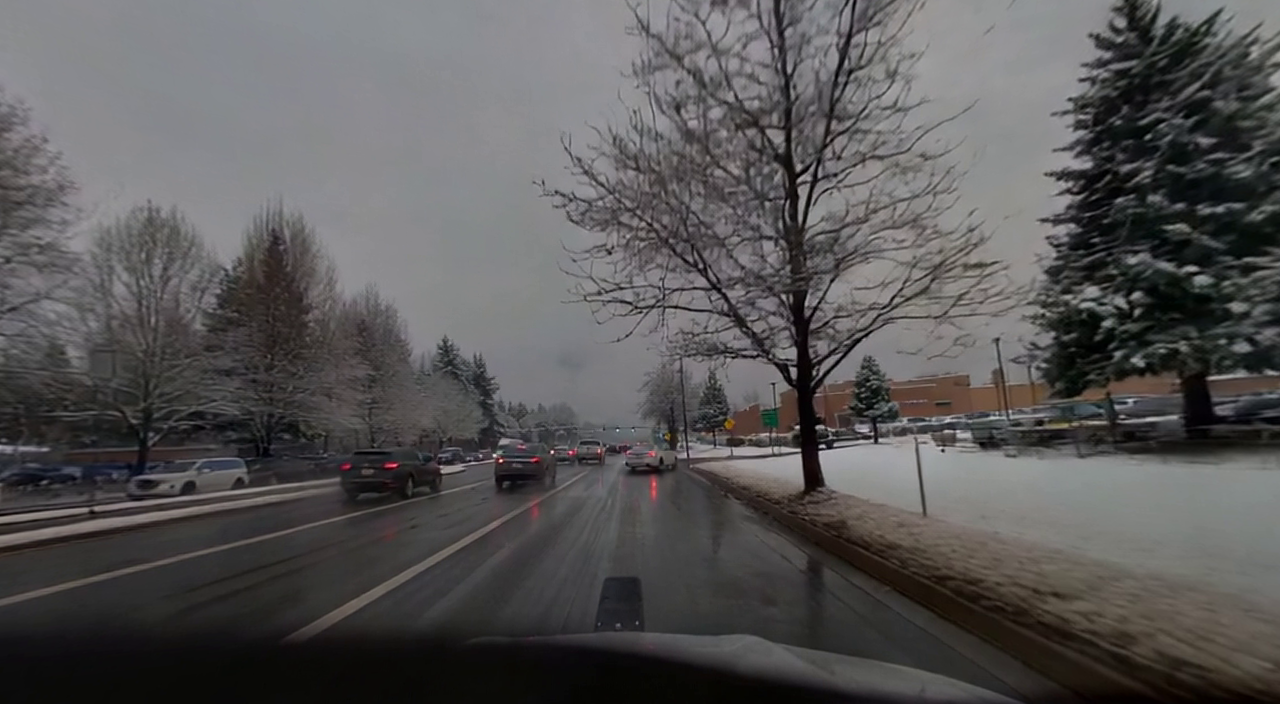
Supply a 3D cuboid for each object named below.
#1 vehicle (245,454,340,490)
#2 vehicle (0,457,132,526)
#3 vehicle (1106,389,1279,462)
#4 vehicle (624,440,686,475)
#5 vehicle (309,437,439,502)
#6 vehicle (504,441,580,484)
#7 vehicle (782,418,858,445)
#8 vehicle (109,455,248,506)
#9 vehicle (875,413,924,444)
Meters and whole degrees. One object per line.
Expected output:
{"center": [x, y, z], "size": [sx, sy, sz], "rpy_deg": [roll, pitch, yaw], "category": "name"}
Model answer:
{"center": [-16.895, 5.829, 31.024], "size": [1.923, 1.543, 4.687], "rpy_deg": [0, -8, 1], "category": "vehicle"}
{"center": [-17.082, 3.827, 17.753], "size": [1.874, 1.626, 4.447], "rpy_deg": [0, -8, -1], "category": "vehicle"}
{"center": [13.555, 1.628, 13.794], "size": [4.959, 1.455, 2.203], "rpy_deg": [0, -8, 1], "category": "vehicle"}
{"center": [0.802, 4.969, 30.143], "size": [2.208, 1.513, 4.504], "rpy_deg": [-2, -9, 11], "category": "vehicle"}
{"center": [-7.931, 3.515, 19.380], "size": [2.054, 1.744, 4.422], "rpy_deg": [0, -8, 0], "category": "vehicle"}
{"center": [-3.680, 4.225, 24.547], "size": [2.235, 1.500, 4.420], "rpy_deg": [0, -8, 0], "category": "vehicle"}
{"center": [13.819, 6.147, 48.846], "size": [5.161, 1.993, 2.293], "rpy_deg": [0, -8, 1], "category": "vehicle"}
{"center": [-16.913, 4.682, 23.482], "size": [1.858, 1.612, 4.398], "rpy_deg": [0, -8, -1], "category": "vehicle"}
{"center": [18.601, 5.613, 45.578], "size": [2.569, 2.081, 6.193], "rpy_deg": [-3, -9, 16], "category": "vehicle"}
